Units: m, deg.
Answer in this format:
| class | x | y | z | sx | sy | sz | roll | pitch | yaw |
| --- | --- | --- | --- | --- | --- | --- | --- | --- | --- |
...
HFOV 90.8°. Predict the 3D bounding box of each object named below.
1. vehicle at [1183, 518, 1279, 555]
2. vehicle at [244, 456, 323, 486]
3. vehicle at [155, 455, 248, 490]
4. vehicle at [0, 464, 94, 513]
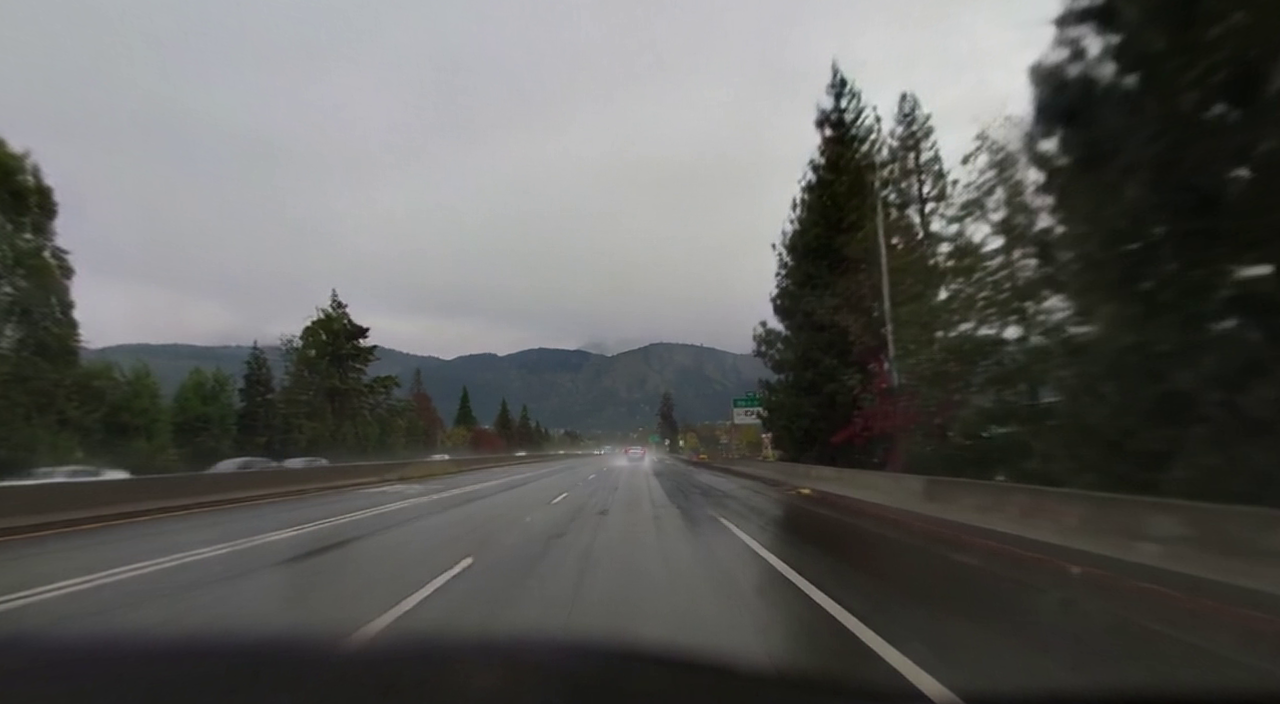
| class | x | y | z | sx | sy | sz | roll | pitch | yaw |
| --- | --- | --- | --- | --- | --- | --- | --- | --- | --- |
| vehicle | 34.908 | 10.754 | 36.940 | 4.190 | 1.776 | 2.089 | 0 | -8 | 2 |
| vehicle | -21.153 | 7.068 | 37.751 | 2.056 | 1.552 | 4.612 | -1 | -9 | 0 |
| vehicle | -25.531 | 7.001 | 37.019 | 2.159 | 1.773 | 4.512 | -1 | -9 | 0 |
| vehicle | -21.394 | 4.580 | 21.273 | 1.853 | 1.495 | 4.676 | -1 | -9 | 0 |
